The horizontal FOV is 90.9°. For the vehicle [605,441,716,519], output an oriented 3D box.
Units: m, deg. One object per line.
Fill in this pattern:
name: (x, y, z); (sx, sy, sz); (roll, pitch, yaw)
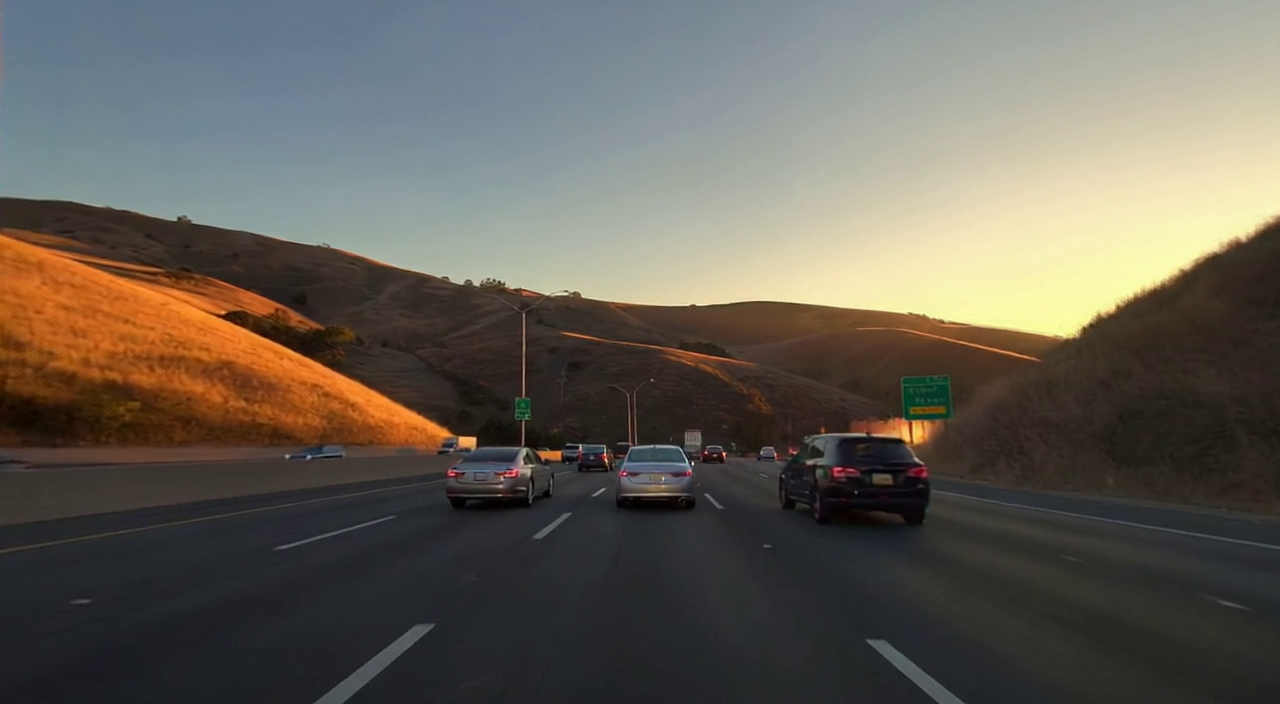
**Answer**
vehicle: (0.417, 2.688, 13.762); (2.072, 1.431, 3.904); (0, -8, 1)

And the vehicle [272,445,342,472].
vehicle: (-23.481, 7.491, 44.693); (2.062, 1.794, 4.892); (-1, -8, 4)

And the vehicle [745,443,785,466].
vehicle: (8.801, 7.275, 44.931); (2.097, 1.515, 4.593); (-1, -8, 3)

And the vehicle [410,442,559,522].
vehicle: (-3.140, 2.713, 13.785); (2.017, 1.446, 4.384); (0, -8, 2)

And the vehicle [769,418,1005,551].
vehicle: (3.669, 2.060, 10.541); (2.083, 1.693, 4.740); (0, -8, 1)
